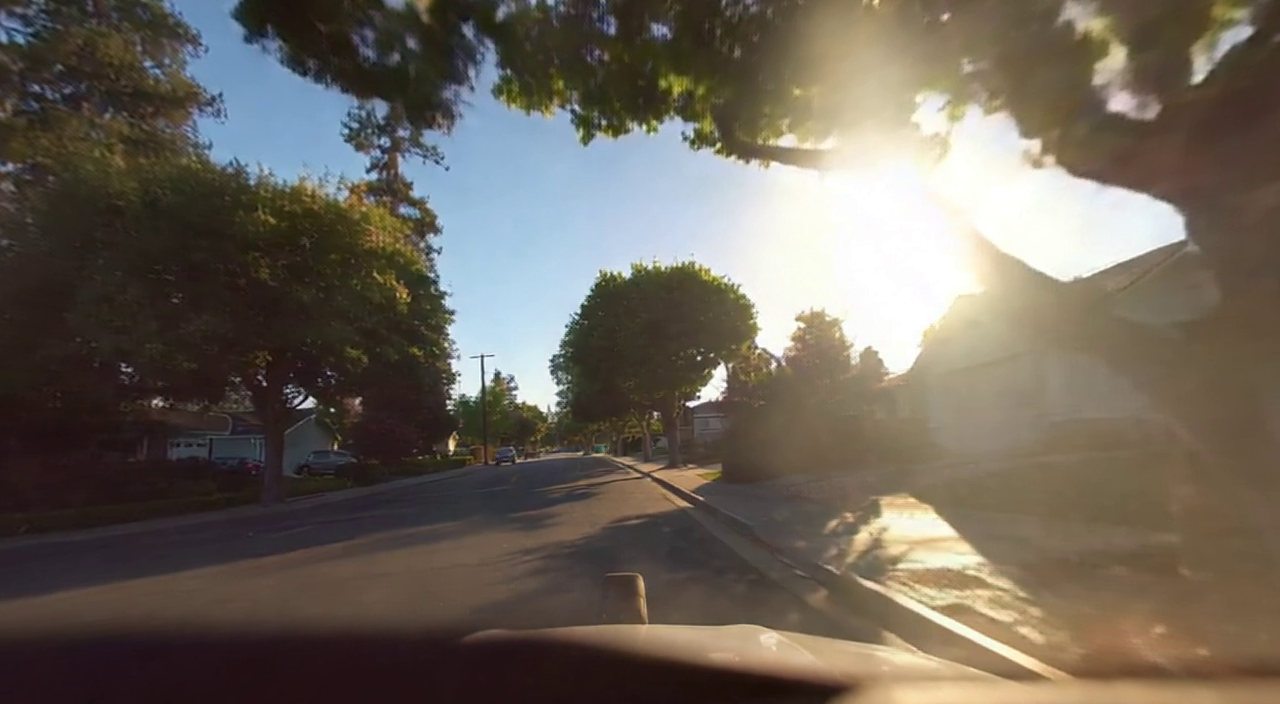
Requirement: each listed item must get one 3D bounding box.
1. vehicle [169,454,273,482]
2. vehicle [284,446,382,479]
[{"bbox_3d":[-23.897,6.616,36.170,4.531,1.470,1.855,0,-9,-3],"label":"vehicle"},{"bbox_3d":[-17.549,6.326,36.308,4.559,1.745,1.918,1,-9,-6],"label":"vehicle"}]
